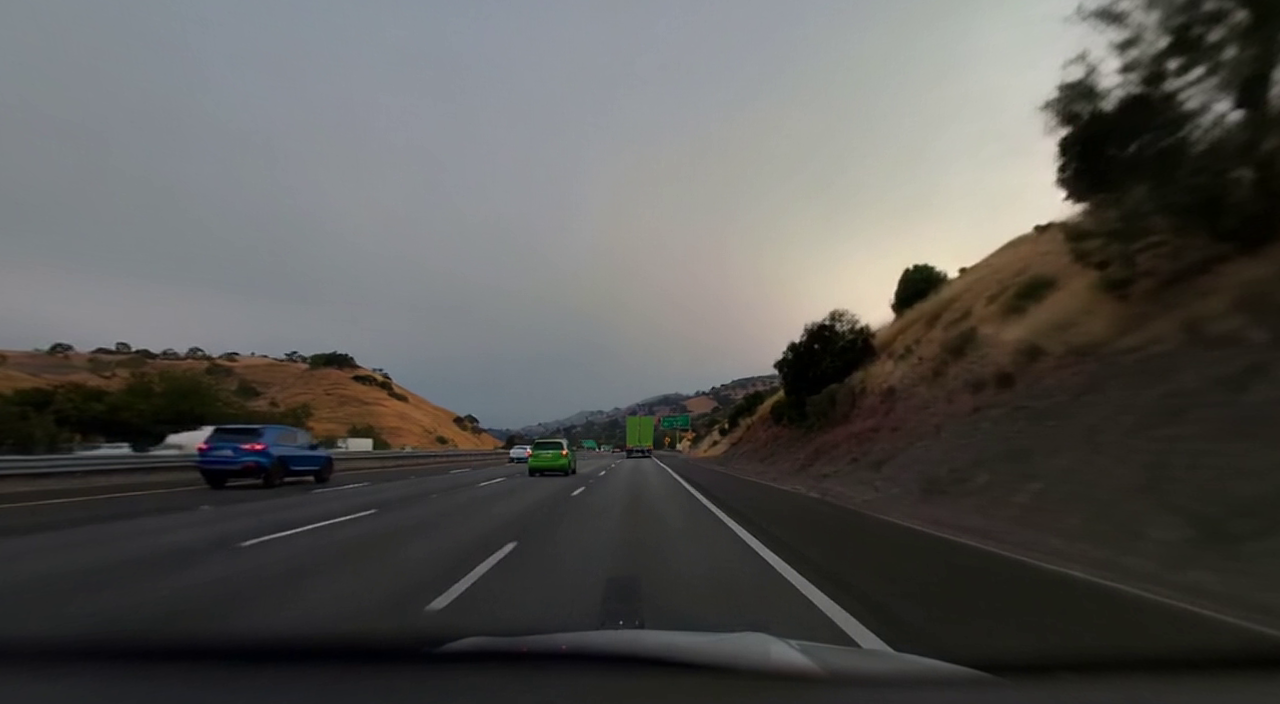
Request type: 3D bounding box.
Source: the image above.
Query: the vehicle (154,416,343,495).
[{"bbox_3d":[-10.882,2.945,18.124,2.111,1.906,5.028,1,-9,1],"label":"vehicle"}]

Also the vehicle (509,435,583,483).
[{"bbox_3d":[-3.721,4.334,25.839,2.194,1.725,4.698,1,-9,1],"label":"vehicle"}]
